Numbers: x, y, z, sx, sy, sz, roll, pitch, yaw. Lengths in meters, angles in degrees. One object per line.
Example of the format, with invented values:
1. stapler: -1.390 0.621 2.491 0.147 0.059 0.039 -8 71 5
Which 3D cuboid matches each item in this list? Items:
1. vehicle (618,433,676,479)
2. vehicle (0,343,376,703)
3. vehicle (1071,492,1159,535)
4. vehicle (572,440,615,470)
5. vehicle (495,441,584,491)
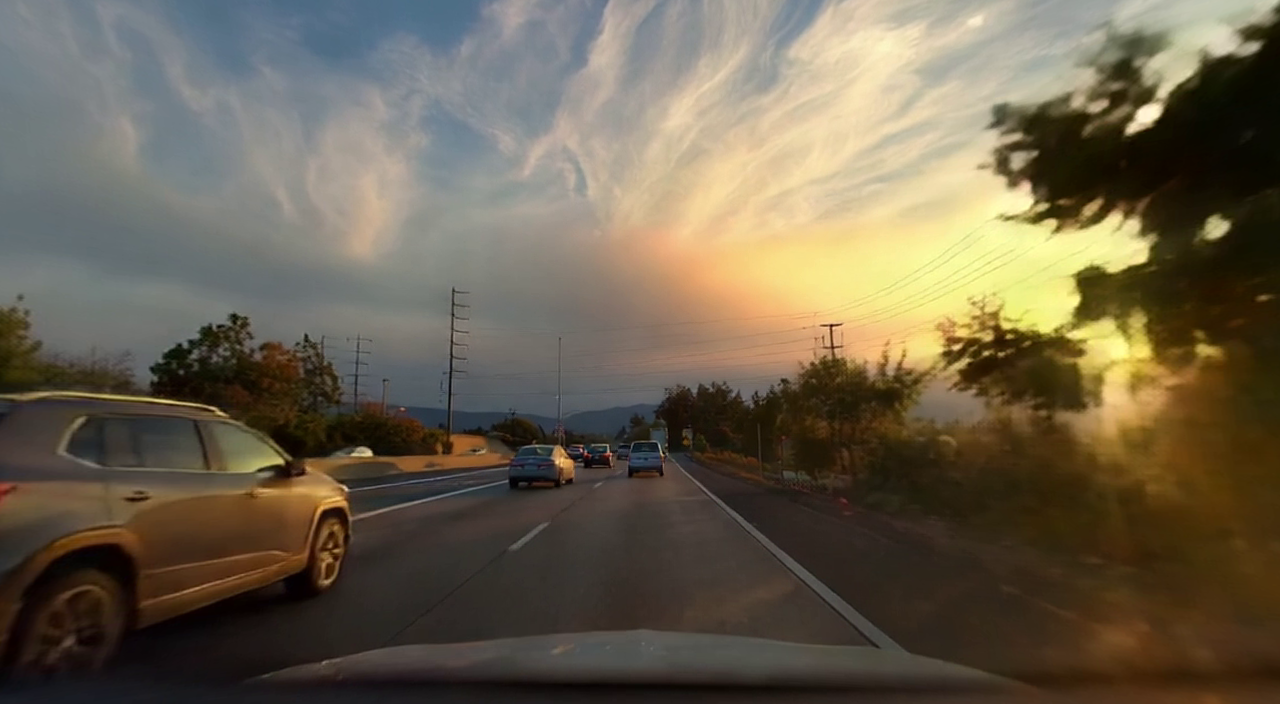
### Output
1. vehicle: 0.326 4.471 27.401 2.319 1.813 4.274 0 -8 1
2. vehicle: -3.791 1.057 4.104 2.104 1.754 4.515 0 -8 1
3. vehicle: 30.543 10.355 40.838 2.164 2.048 5.656 -2 -8 11
4. vehicle: -2.781 6.315 38.763 2.051 1.695 4.731 -1 -8 3
5. vehicle: -3.184 3.702 20.912 2.092 1.464 4.466 -1 -8 2
